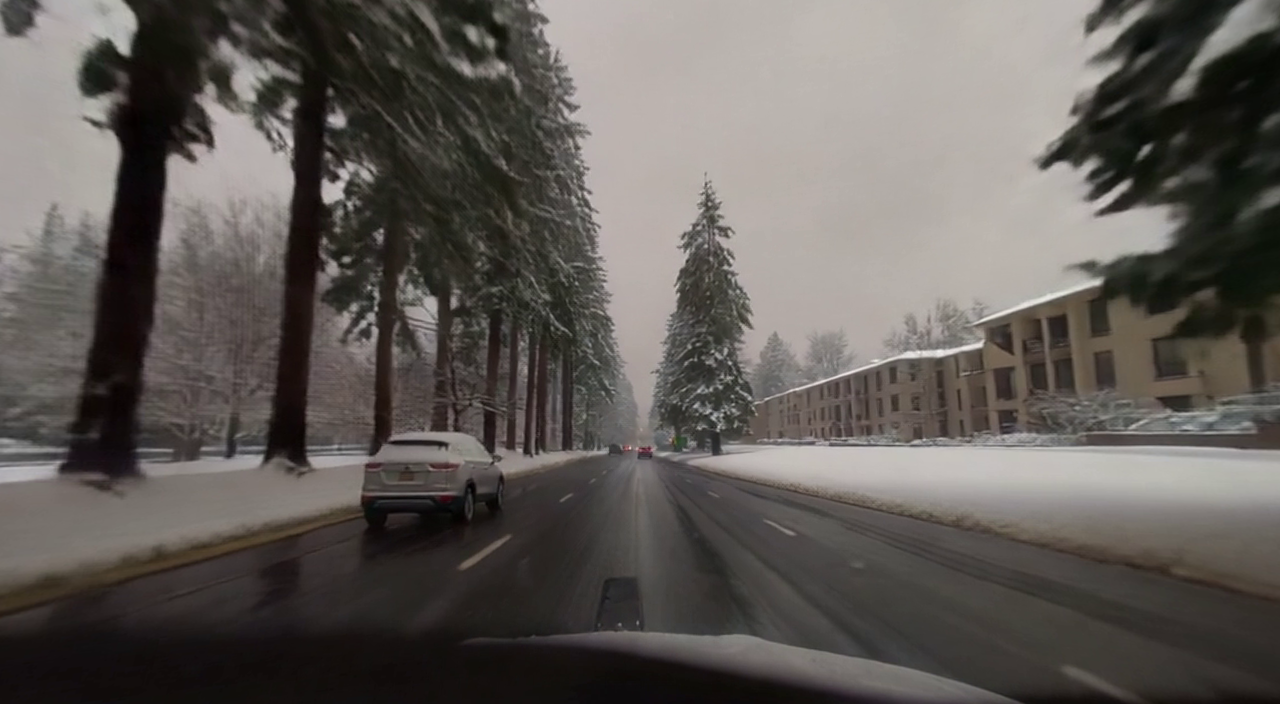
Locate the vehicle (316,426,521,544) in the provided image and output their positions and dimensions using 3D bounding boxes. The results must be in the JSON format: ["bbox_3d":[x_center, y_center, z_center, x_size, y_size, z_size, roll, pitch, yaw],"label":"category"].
[{"bbox_3d":[-3.410,2.128,10.732,1.942,1.588,4.172,0,-9,0],"label":"vehicle"}]
